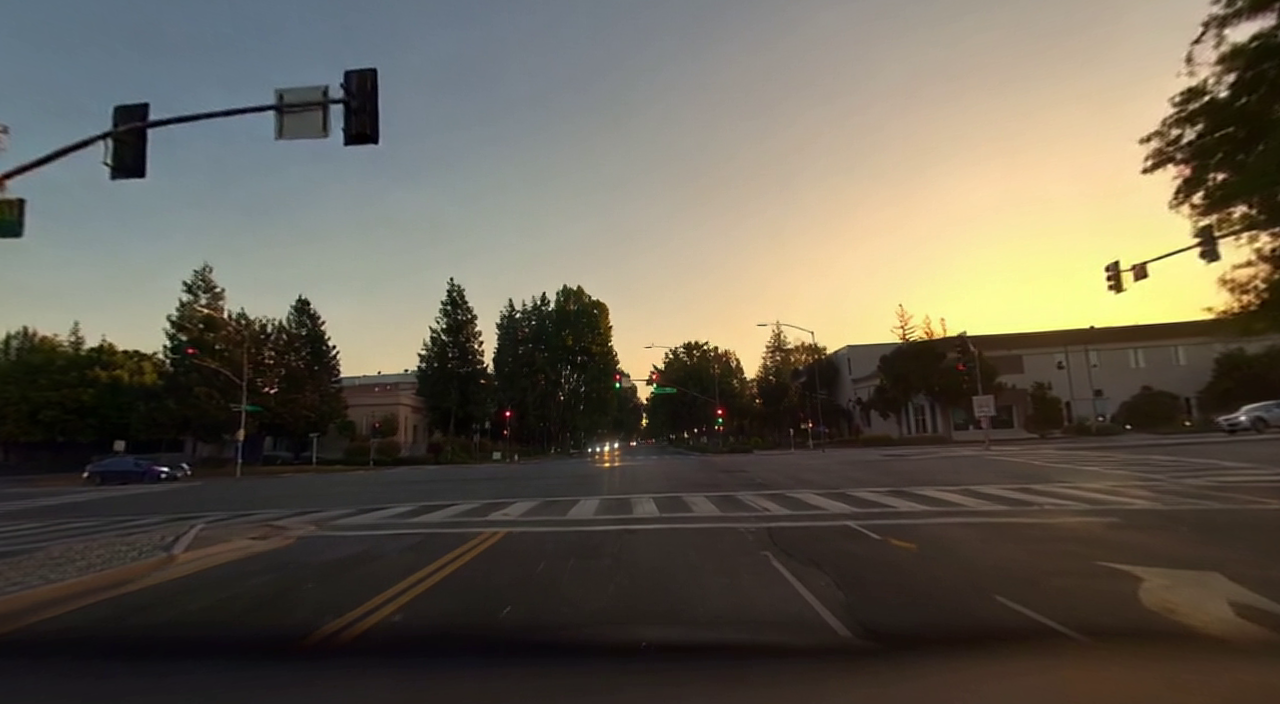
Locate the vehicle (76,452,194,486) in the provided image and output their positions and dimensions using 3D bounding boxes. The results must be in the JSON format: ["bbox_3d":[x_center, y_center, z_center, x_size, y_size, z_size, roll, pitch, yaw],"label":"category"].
[{"bbox_3d":[-25.156,5.827,31.496,4.332,1.573,1.900,0,-8,3],"label":"vehicle"}]

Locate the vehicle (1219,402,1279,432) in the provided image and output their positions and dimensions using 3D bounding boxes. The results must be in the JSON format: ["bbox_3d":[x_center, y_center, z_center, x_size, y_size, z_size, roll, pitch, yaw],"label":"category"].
[{"bbox_3d":[37.714,3.899,37.474,4.483,1.691,1.949,0,-8,1],"label":"vehicle"}]
